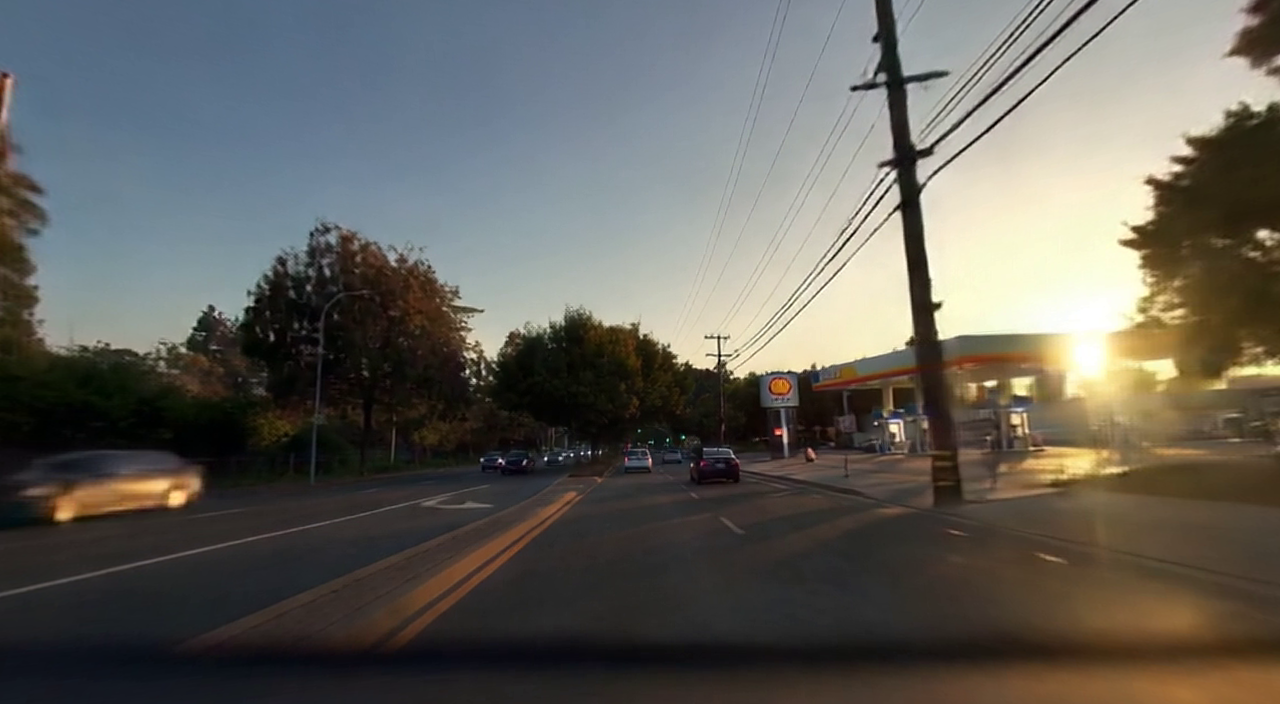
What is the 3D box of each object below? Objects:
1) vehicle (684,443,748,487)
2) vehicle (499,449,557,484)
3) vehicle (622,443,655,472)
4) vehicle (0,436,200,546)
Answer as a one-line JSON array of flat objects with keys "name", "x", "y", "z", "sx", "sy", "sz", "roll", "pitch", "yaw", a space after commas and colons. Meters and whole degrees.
[{"name": "vehicle", "x": 3.022, "y": 4.580, "z": 25.988, "sx": 1.990, "sy": 1.592, "sz": 4.294, "roll": 0, "pitch": -8, "yaw": -1}, {"name": "vehicle", "x": -5.172, "y": 5.331, "z": 29.778, "sx": 2.032, "sy": 1.487, "sz": 4.413, "roll": 0, "pitch": -8, "yaw": -1}, {"name": "vehicle", "x": -0.120, "y": 7.096, "z": 42.768, "sx": 2.163, "sy": 1.825, "sz": 4.073, "roll": -1, "pitch": -8, "yaw": -1}, {"name": "vehicle", "x": -11.662, "y": 2.655, "z": 12.786, "sx": 2.165, "sy": 1.810, "sz": 4.607, "roll": -1, "pitch": -8, "yaw": 0}]
